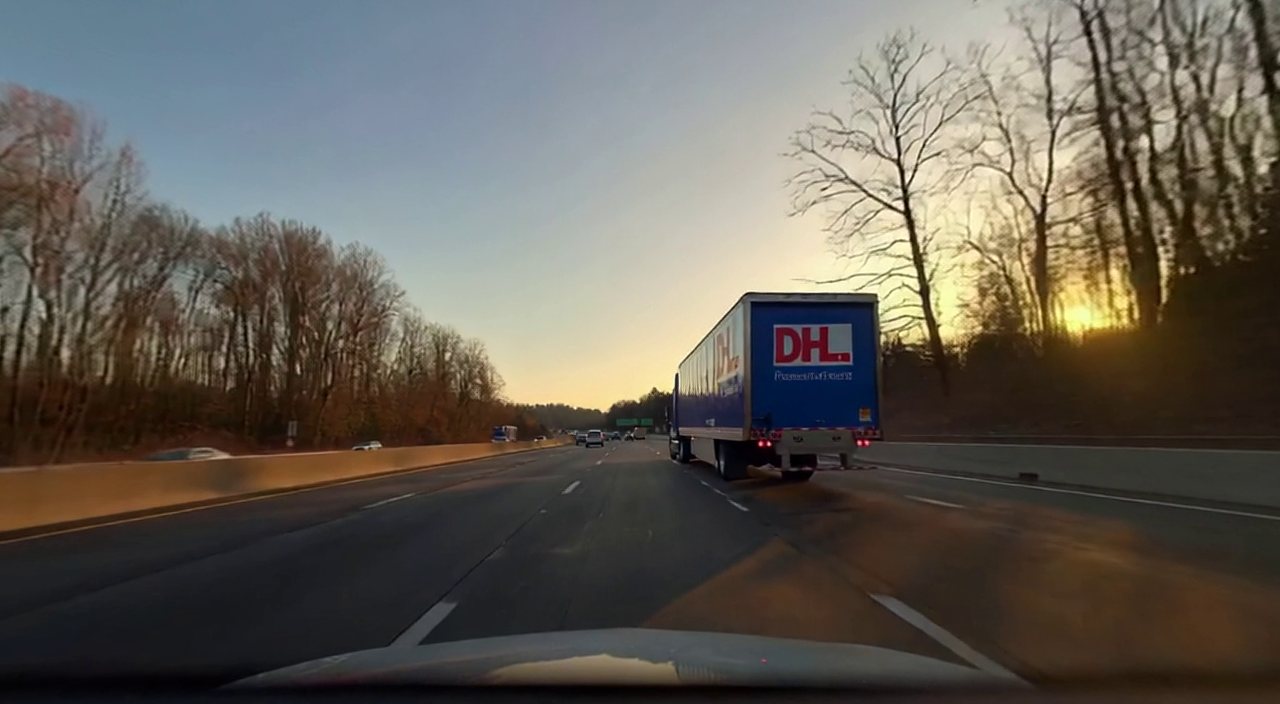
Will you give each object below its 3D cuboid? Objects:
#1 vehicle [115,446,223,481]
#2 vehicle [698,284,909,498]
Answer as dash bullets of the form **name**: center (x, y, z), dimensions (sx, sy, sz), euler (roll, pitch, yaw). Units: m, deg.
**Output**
- **vehicle**: center (-22.932, 5.415, 30.858), dimensions (1.932, 1.494, 4.434), euler (0, -8, -1)
- **vehicle**: center (3.598, 1.294, 16.851), dimensions (3.011, 4.211, 8.926), euler (0, -7, -1)
